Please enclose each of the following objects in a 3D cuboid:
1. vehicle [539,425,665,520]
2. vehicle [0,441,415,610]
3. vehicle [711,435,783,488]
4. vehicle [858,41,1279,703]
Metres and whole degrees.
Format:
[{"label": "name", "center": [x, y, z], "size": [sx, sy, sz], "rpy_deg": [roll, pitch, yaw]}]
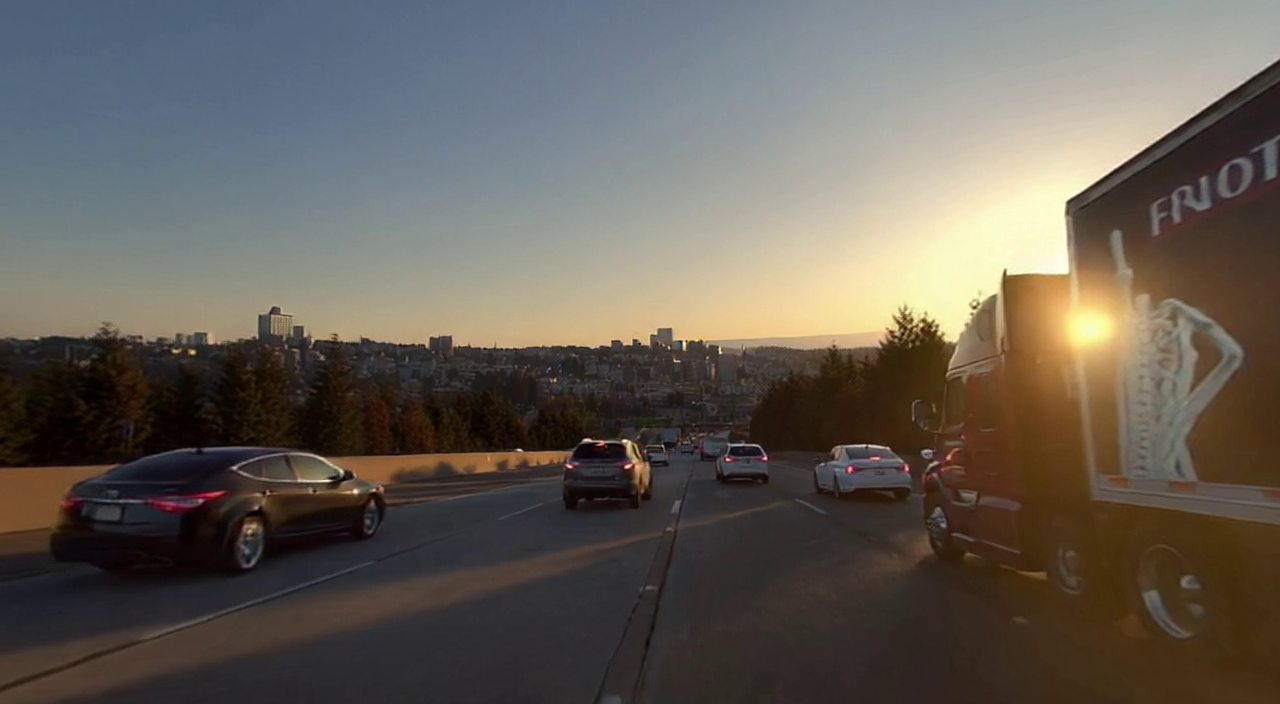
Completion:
[{"label": "vehicle", "center": [-0.655, 2.680, 14.611], "size": [2.153, 1.805, 4.631], "rpy_deg": [-1, -8, 6]}, {"label": "vehicle", "center": [-5.020, 1.891, 8.091], "size": [1.965, 1.443, 4.968], "rpy_deg": [-1, -8, 7]}, {"label": "vehicle", "center": [3.754, 3.922, 22.873], "size": [2.156, 1.701, 4.494], "rpy_deg": [-1, -8, 5]}, {"label": "vehicle", "center": [4.663, 0.543, 5.309], "size": [2.987, 3.212, 9.311], "rpy_deg": [-1, -8, 5]}]
